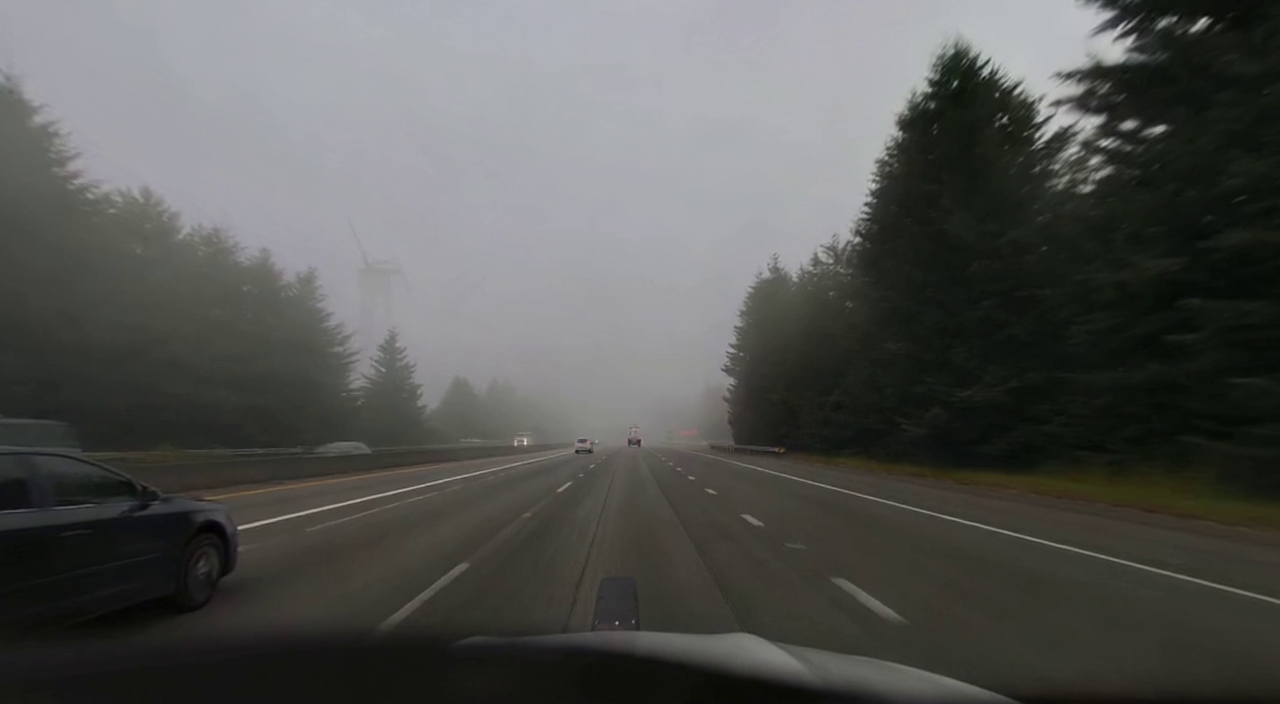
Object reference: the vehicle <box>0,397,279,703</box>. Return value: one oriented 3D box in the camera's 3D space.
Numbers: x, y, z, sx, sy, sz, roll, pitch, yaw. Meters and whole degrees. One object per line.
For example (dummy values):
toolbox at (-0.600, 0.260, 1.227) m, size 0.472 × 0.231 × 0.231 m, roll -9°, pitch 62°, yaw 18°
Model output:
vehicle at (-3.972, 1.004, 3.190) m, size 1.950 × 1.511 × 3.965 m, roll 0°, pitch -8°, yaw -1°
